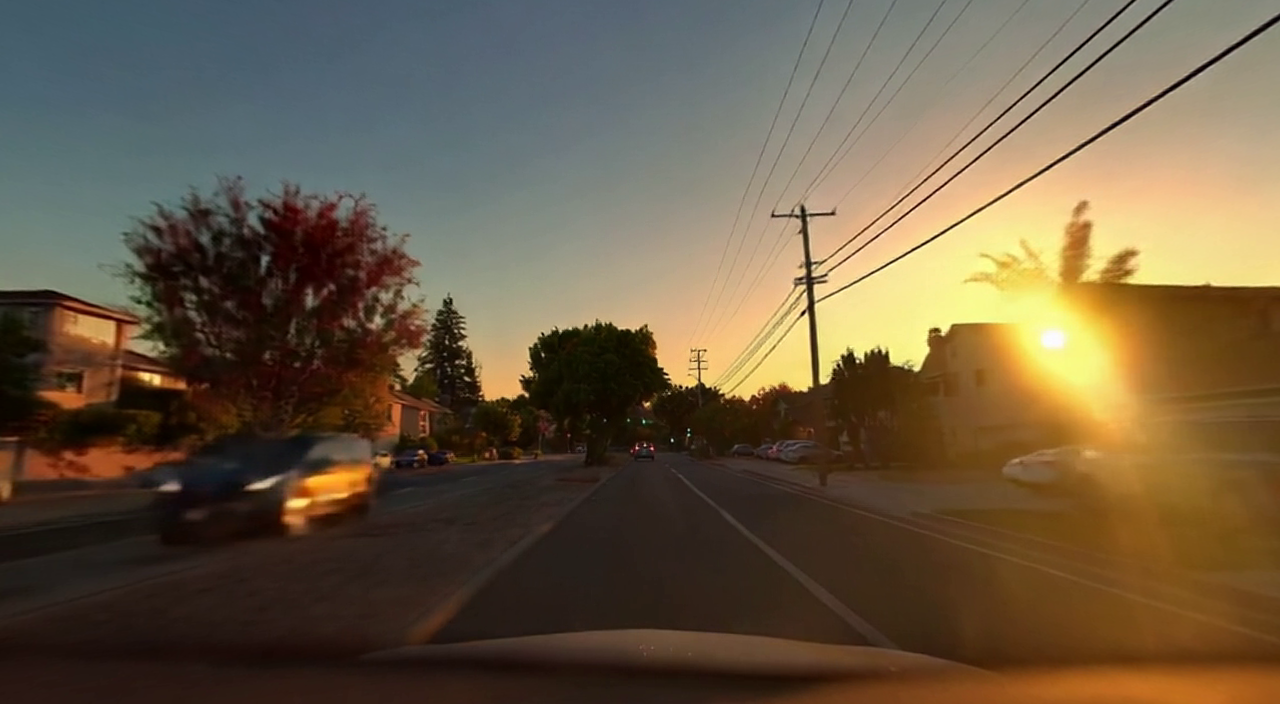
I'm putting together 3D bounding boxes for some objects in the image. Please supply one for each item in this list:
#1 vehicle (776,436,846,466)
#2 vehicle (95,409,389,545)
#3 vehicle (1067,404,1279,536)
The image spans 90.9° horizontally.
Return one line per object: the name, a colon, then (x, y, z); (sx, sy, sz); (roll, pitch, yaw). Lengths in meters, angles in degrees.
vehicle: (12.115, 7.056, 44.975); (4.305, 1.997, 2.453); (0, -9, 1)
vehicle: (-6.739, 2.180, 11.553); (2.273, 1.952, 4.599); (0, -9, 1)
vehicle: (11.176, 2.147, 11.788); (2.392, 2.063, 5.213); (0, -9, -5)
